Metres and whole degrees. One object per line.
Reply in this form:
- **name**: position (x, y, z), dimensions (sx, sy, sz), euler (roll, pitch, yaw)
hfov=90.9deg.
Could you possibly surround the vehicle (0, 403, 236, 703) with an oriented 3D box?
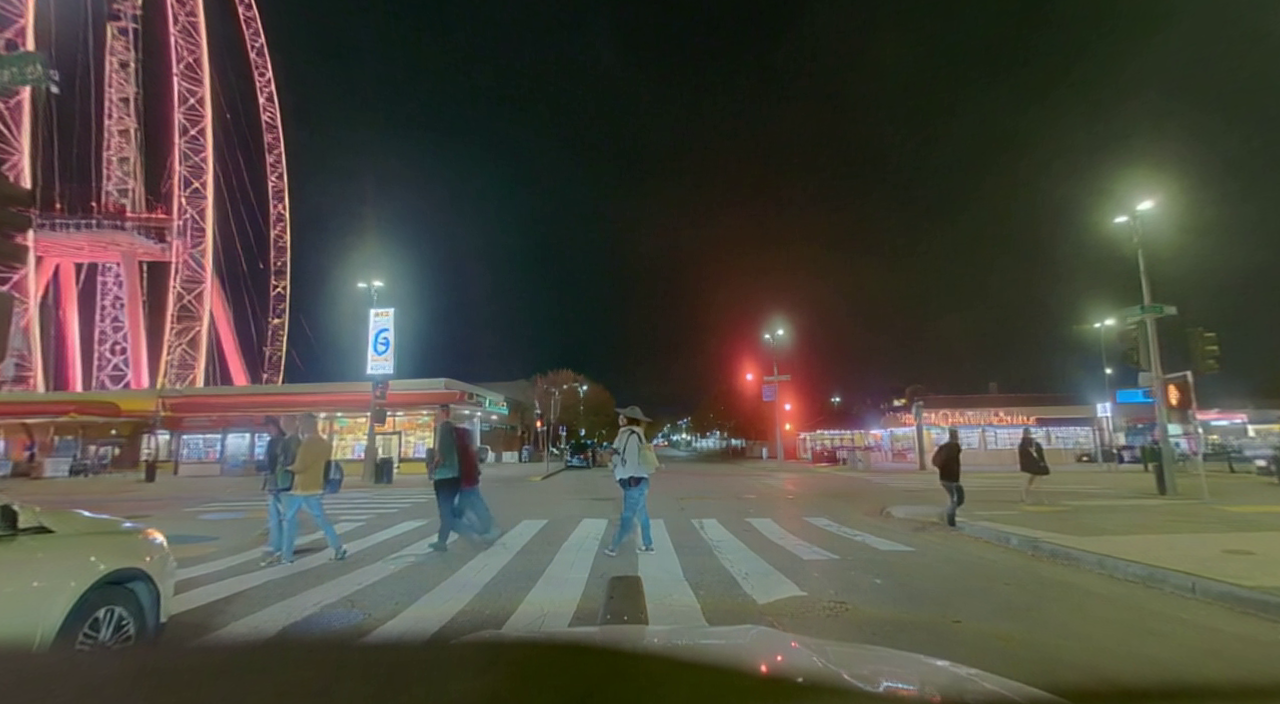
- **vehicle**: position (-3.372, 0.785, 1.182), dimensions (1.940, 1.505, 4.676), euler (-1, -9, 3)

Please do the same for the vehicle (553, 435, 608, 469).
- **vehicle**: position (-3.885, 6.364, 40.264), dimensions (2.549, 2.000, 5.699), euler (2, -9, -15)
